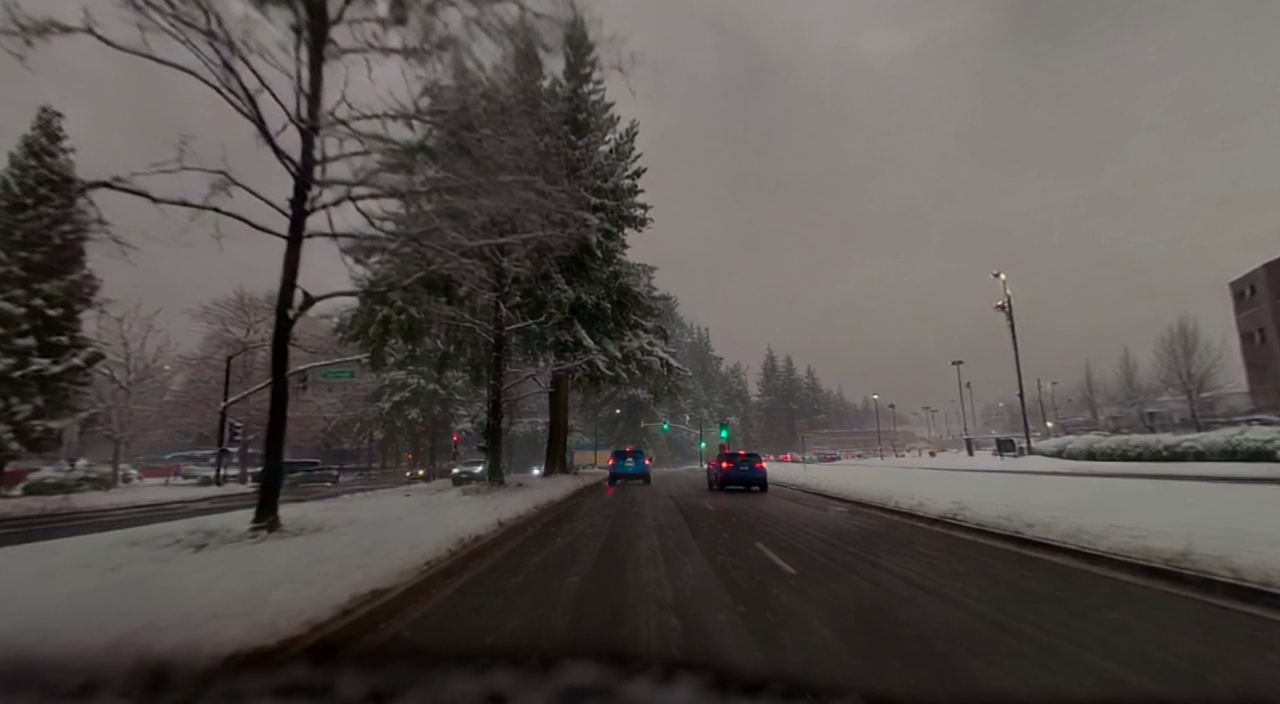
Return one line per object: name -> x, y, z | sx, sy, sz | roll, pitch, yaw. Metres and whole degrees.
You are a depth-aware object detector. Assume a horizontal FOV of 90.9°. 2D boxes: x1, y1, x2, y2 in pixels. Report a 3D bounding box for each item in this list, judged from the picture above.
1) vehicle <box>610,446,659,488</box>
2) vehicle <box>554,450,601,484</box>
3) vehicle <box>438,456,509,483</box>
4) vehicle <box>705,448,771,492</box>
vehicle -> -0.224, 5.054, 28.046 | 2.022, 1.700, 4.084 | 0, -9, 0
vehicle -> -3.439, 6.396, 35.422 | 2.047, 1.710, 4.314 | -1, -9, 2
vehicle -> -11.936, 8.388, 45.356 | 4.526, 1.832, 1.894 | -2, -9, 12
vehicle -> 3.739, 4.560, 24.709 | 1.847, 1.554, 4.052 | 0, -9, -1
